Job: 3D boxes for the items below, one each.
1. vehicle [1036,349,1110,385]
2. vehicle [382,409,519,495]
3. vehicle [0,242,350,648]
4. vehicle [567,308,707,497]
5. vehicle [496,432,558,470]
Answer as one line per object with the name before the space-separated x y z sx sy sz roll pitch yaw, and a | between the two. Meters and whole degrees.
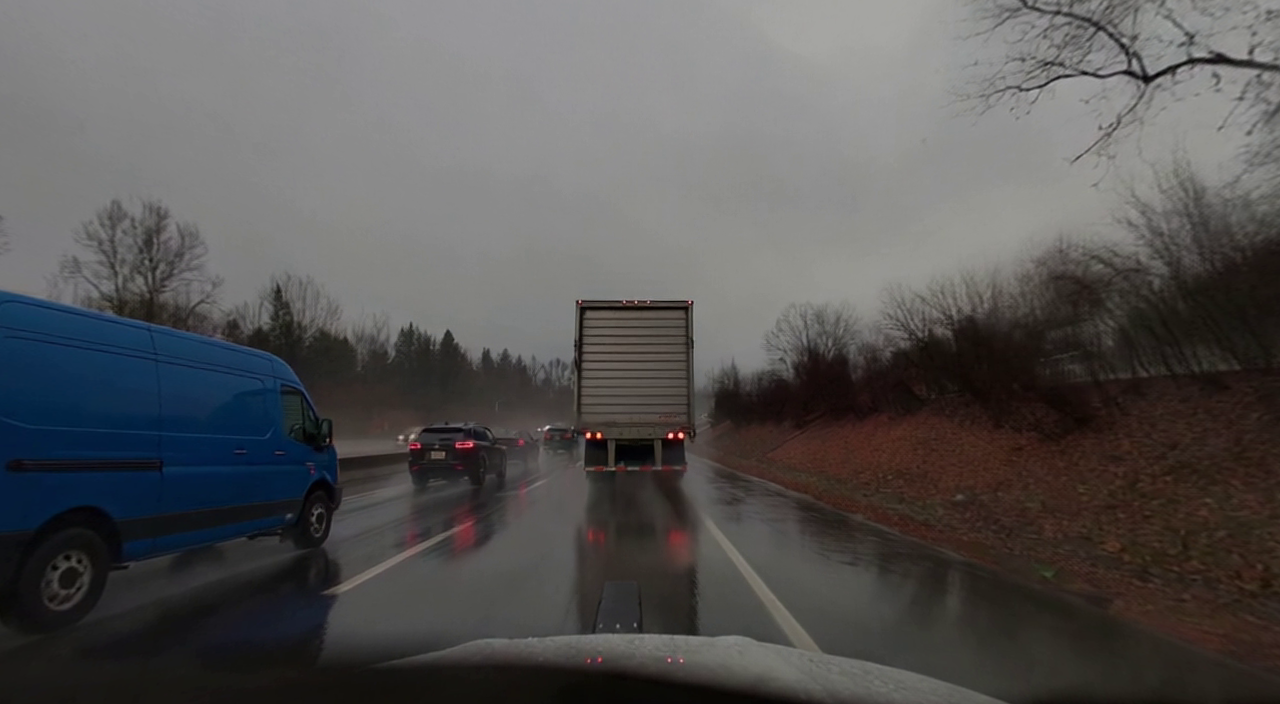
vehicle | 28.107 1.027 41.008 2.034 1.625 4.809 7 -6 10
vehicle | -4.897 2.670 17.190 2.168 1.985 4.952 0 -8 0
vehicle | -5.239 0.837 5.818 2.478 2.515 5.438 0 -8 0
vehicle | -0.045 1.724 18.476 2.953 4.041 10.072 0 -8 0
vehicle | -4.861 4.317 27.695 1.931 1.539 4.441 0 -8 0
